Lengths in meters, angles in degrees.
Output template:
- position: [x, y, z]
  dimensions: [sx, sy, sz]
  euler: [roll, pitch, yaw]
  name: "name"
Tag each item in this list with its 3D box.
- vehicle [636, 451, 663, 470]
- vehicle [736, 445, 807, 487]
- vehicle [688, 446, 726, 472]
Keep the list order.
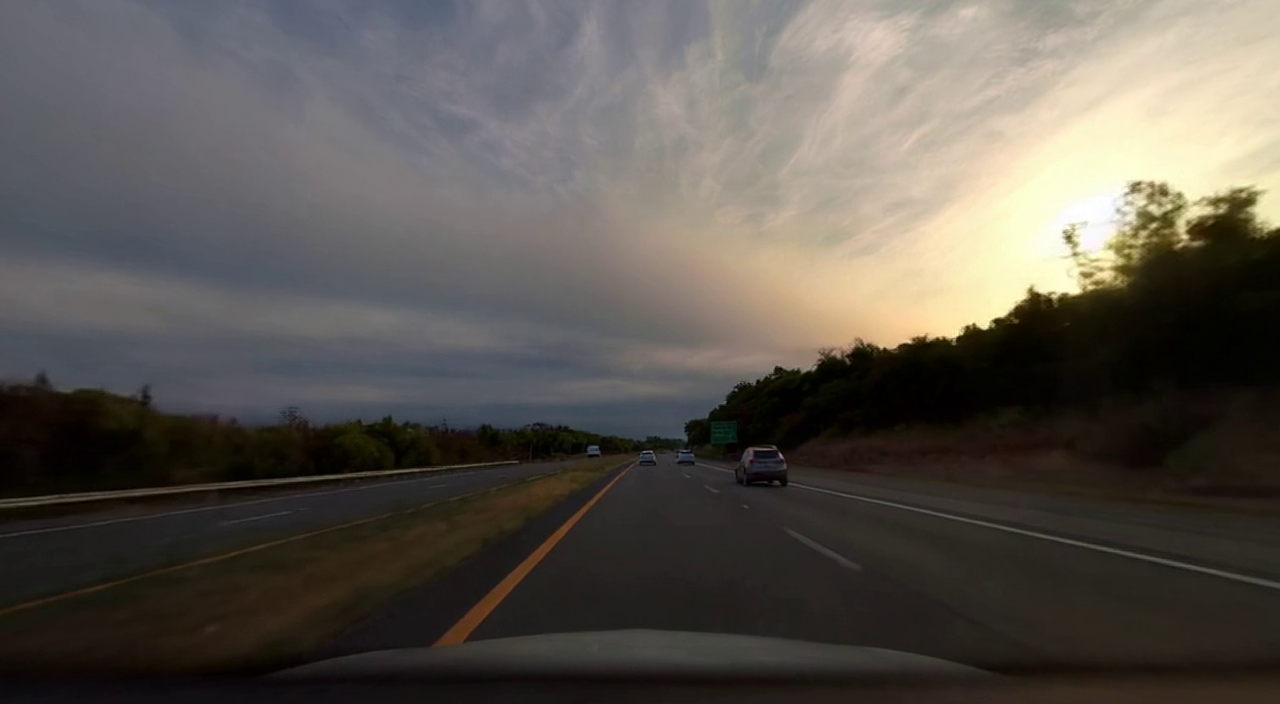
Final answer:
- position: [0.730, 8.452, 49.204]
  dimensions: [1.991, 1.459, 3.769]
  euler: [0, -9, 0]
  name: "vehicle"
- position: [5.141, 4.500, 25.079]
  dimensions: [1.964, 1.513, 3.707]
  euler: [0, -9, -1]
  name: "vehicle"
- position: [4.566, 7.372, 43.440]
  dimensions: [2.122, 1.662, 4.392]
  euler: [0, -9, 0]
  name: "vehicle"
